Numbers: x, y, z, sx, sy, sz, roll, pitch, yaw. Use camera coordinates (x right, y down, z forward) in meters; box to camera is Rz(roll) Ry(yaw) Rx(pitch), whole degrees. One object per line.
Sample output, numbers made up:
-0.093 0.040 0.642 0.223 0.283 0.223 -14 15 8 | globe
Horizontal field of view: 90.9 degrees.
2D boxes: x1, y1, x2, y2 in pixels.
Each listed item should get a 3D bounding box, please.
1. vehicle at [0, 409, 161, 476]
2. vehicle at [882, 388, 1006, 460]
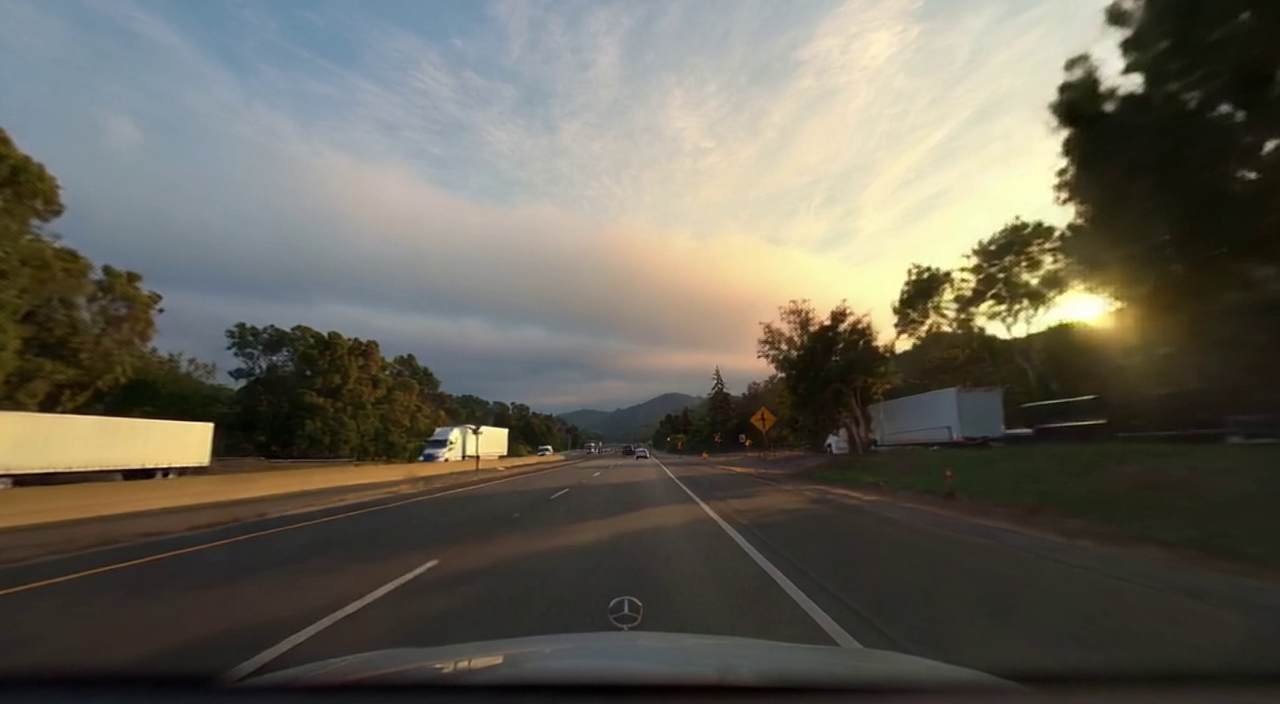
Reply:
-38.567 5.705 39.328 2.898 3.855 17.999 0 -9 2 | vehicle
19.261 4.817 40.859 2.763 4.126 9.013 1 -9 -5 | vehicle
